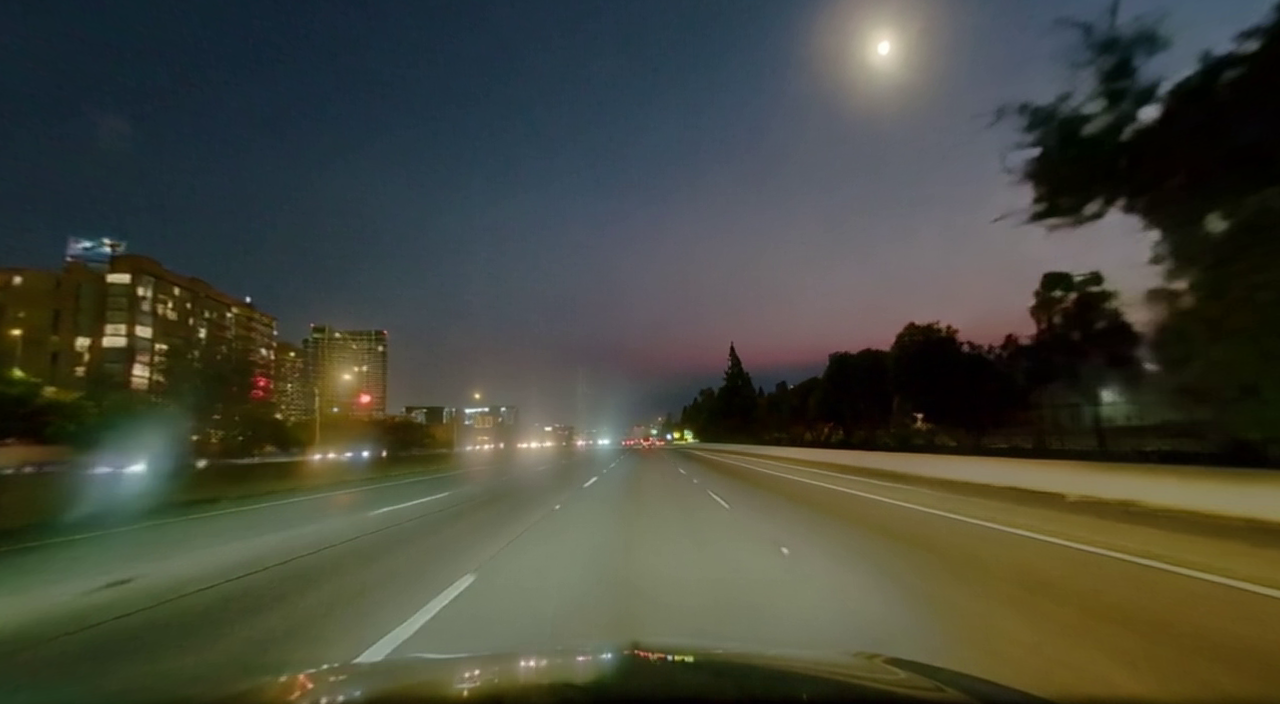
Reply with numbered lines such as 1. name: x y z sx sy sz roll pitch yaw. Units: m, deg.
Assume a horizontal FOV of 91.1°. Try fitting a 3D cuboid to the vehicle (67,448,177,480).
1. vehicle: -27.344 5.906 33.368 1.849 1.495 4.684 0 -8 0
